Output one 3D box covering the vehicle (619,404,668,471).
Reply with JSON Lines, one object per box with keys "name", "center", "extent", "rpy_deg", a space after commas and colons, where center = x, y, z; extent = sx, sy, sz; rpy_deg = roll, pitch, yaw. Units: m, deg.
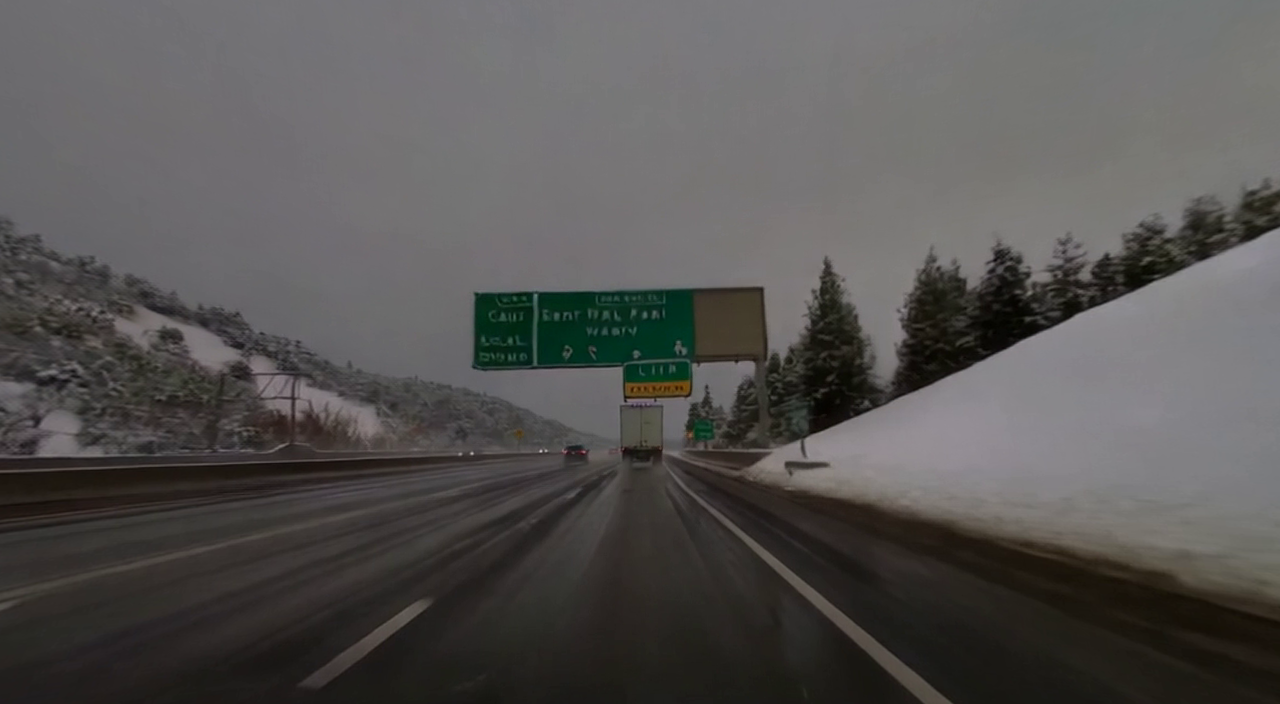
{"name": "vehicle", "center": [0.324, 6.195, 45.183], "extent": [3.039, 4.131, 11.822], "rpy_deg": [-1, -9, 1]}
